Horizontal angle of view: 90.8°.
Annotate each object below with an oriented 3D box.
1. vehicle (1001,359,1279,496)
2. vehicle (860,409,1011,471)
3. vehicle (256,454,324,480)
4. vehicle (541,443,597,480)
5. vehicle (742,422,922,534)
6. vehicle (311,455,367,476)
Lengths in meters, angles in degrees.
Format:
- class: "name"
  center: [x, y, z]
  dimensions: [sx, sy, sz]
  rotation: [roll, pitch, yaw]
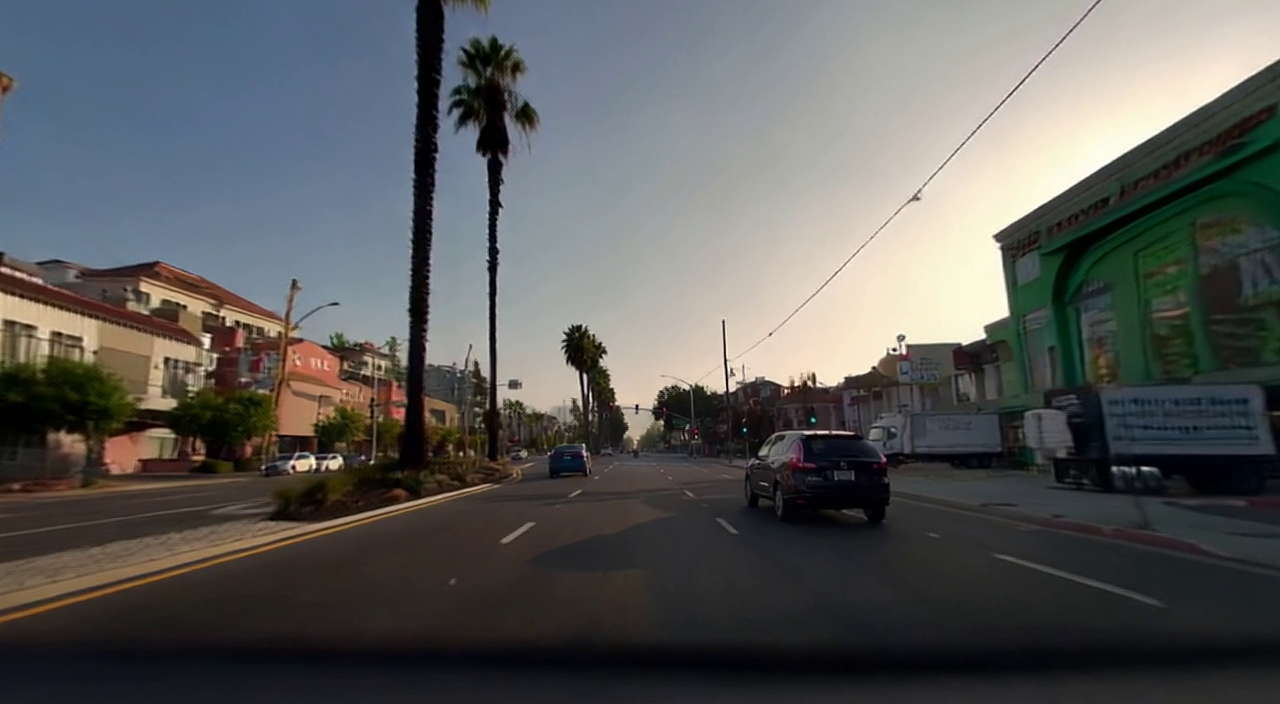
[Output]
- class: "vehicle"
  center: [14.479, 2.103, 17.542]
  dimensions: [7.195, 3.468, 2.597]
  rotation: [0, -9, -3]
- class: "vehicle"
  center: [15.799, 4.770, 34.241]
  dimensions: [6.704, 3.194, 2.704]
  rotation: [-1, -9, 6]
- class: "vehicle"
  center: [-22.517, 7.383, 40.807]
  dimensions: [2.045, 1.536, 3.911]
  rotation: [0, -9, 1]
- class: "vehicle"
  center: [-3.011, 4.737, 27.550]
  dimensions: [2.034, 1.498, 3.995]
  rotation: [0, -9, -1]
- class: "vehicle"
  center: [3.344, 2.288, 12.028]
  dimensions: [1.982, 1.711, 4.276]
  rotation: [0, -9, -1]
- class: "vehicle"
  center: [-22.583, 8.523, 47.644]
  dimensions: [1.997, 1.434, 4.569]
  rotation: [0, -9, 0]
